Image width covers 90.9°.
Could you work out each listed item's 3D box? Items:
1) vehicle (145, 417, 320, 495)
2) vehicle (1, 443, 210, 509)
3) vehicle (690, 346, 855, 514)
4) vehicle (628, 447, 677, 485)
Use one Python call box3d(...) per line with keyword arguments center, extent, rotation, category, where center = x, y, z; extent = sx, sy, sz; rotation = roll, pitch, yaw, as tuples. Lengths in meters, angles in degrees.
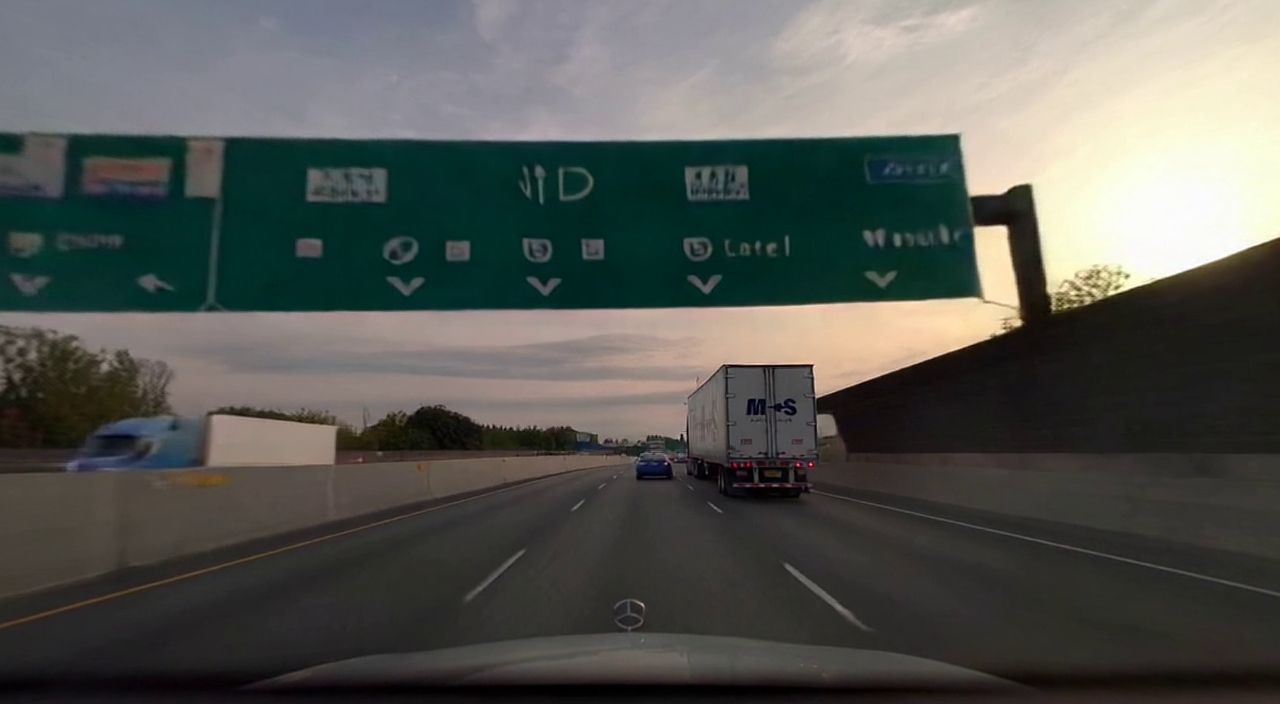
box3d(center=(-17.247, 4.491, 27.446), extent=(2.732, 2.908, 7.110), rotation=(0, -9, 1), category="vehicle")
box3d(center=(-17.210, 3.983, 20.755), extent=(2.827, 1.881, 4.544), rotation=(0, -9, 0), category="vehicle")
box3d(center=(3.776, 2.957, 22.550), extent=(3.002, 4.104, 14.174), rotation=(0, -9, 1), category="vehicle")
box3d(center=(0.562, 5.312, 29.696), extent=(2.121, 1.642, 3.828), rotation=(0, -9, 1), category="vehicle")
